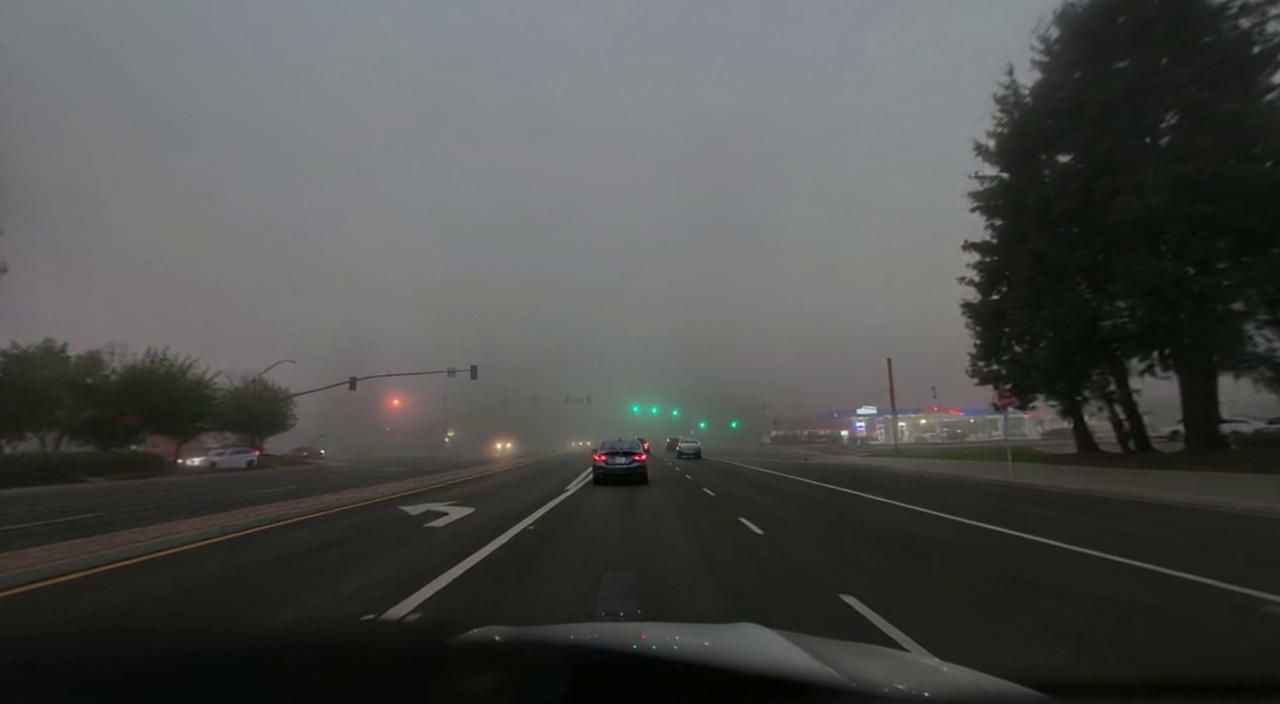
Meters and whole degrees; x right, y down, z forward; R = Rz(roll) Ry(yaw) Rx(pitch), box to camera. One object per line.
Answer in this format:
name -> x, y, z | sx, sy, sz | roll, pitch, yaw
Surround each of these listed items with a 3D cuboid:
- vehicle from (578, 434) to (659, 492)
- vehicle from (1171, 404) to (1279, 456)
vehicle -> -0.544, 3.081, 17.874 | 2.040, 1.451, 3.736 | 0, -8, 0
vehicle -> 30.370, 4.003, 31.792 | 2.305, 2.369, 5.485 | 0, -8, -1
